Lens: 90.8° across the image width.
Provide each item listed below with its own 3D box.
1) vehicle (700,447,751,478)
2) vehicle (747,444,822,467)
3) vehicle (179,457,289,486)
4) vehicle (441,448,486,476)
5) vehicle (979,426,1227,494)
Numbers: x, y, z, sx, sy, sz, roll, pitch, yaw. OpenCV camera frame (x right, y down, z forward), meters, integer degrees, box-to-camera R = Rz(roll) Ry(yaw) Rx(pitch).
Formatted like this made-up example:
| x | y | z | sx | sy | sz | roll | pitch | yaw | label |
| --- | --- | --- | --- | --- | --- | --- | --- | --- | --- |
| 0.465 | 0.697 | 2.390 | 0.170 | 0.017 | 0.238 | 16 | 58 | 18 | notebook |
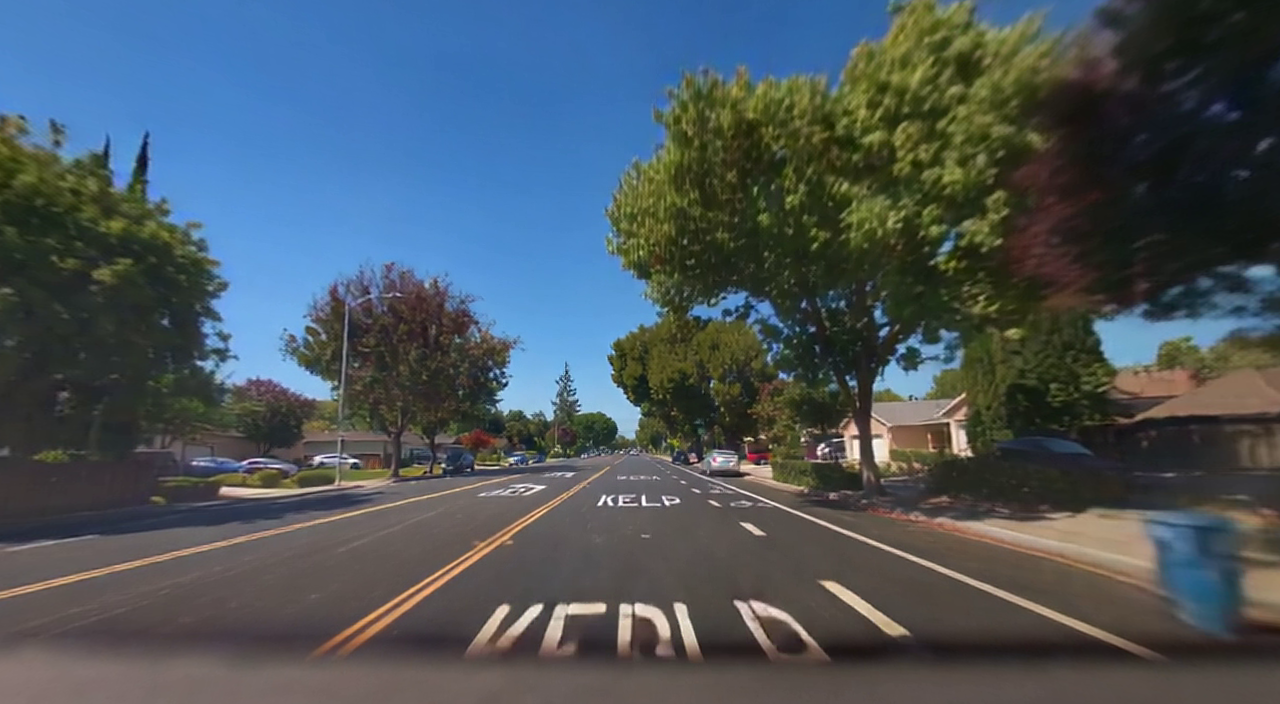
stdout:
| x | y | z | sx | sy | sz | roll | pitch | yaw | label |
| --- | --- | --- | --- | --- | --- | --- | --- | --- | --- |
| 4.324 | 5.670 | 32.671 | 1.970 | 1.455 | 4.233 | 0 | -9 | -1 | vehicle |
| 9.675 | 6.976 | 42.527 | 4.501 | 1.502 | 1.975 | 0 | -9 | -1 | vehicle |
| -21.652 | 6.375 | 33.811 | 4.413 | 1.477 | 2.100 | 0 | -9 | 1 | vehicle |
| -13.133 | 8.142 | 47.132 | 2.049 | 1.782 | 4.460 | -4 | -8 | 0 | vehicle |
| 11.176 | 2.636 | 15.521 | 4.596 | 1.527 | 1.858 | 0 | -9 | 0 | vehicle |
